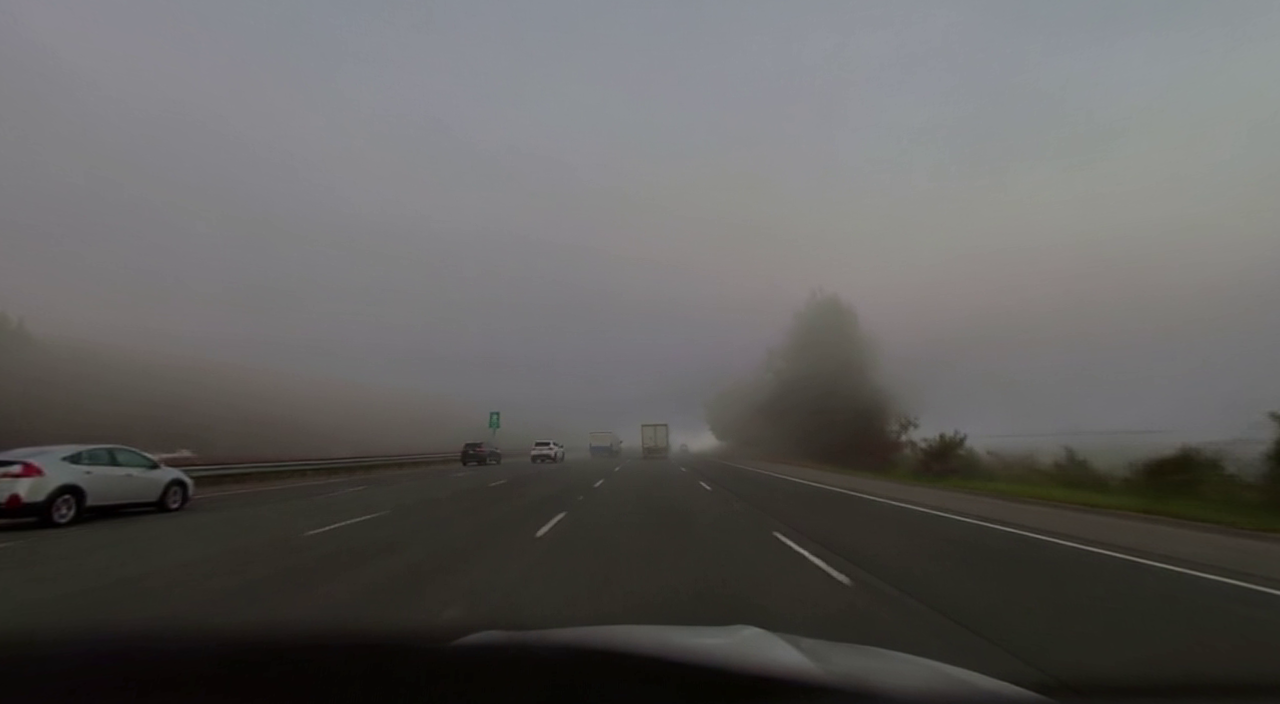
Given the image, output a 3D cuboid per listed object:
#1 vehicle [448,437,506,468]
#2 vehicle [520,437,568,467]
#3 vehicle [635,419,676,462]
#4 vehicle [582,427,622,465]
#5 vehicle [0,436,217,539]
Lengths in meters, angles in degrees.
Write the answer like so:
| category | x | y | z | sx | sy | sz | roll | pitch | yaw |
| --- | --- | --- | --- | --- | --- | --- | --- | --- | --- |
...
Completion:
| category | x | y | z | sx | sy | sz | roll | pitch | yaw |
| --- | --- | --- | --- | --- | --- | --- | --- | --- | --- |
| vehicle | -10.038 | 6.257 | 39.398 | 2.080 | 1.777 | 5.450 | 0 | -8 | 2 |
| vehicle | -6.245 | 6.592 | 41.741 | 2.206 | 1.838 | 4.889 | -1 | -8 | 3 |
| vehicle | 1.101 | 6.440 | 46.061 | 2.768 | 2.854 | 6.757 | 0 | -8 | 1 |
| vehicle | -2.685 | 6.772 | 45.522 | 2.328 | 2.519 | 5.238 | -1 | -8 | 2 |
| vehicle | -10.150 | 2.274 | 11.274 | 1.952 | 1.457 | 4.689 | 0 | -8 | 0 |
